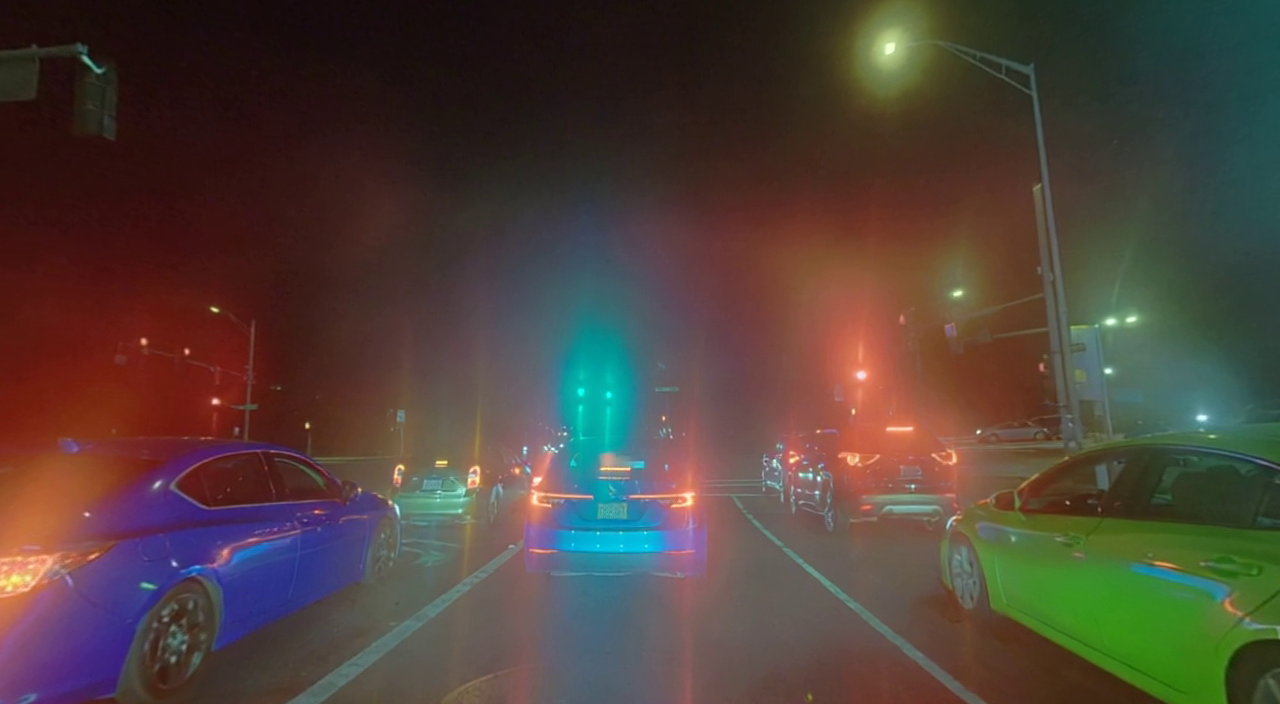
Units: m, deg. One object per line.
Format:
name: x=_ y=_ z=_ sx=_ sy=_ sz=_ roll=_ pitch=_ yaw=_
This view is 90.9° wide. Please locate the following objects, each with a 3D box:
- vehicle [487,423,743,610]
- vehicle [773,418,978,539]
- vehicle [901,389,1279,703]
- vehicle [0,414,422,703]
vehicle: x=-0.188 y=1.623 z=7.132 sx=2.059 sy=1.477 sz=3.988 roll=0 pitch=-8 yaw=0
vehicle: x=3.757 y=2.096 z=11.012 sx=2.007 sy=1.683 sz=4.171 roll=0 pitch=-8 yaw=1
vehicle: x=3.423 y=1.080 z=3.634 sx=1.981 sy=1.499 sz=4.536 roll=0 pitch=-8 yaw=2
vehicle: x=-3.411 y=1.300 z=4.711 sx=1.980 sy=1.454 sz=4.226 roll=0 pitch=-8 yaw=1
